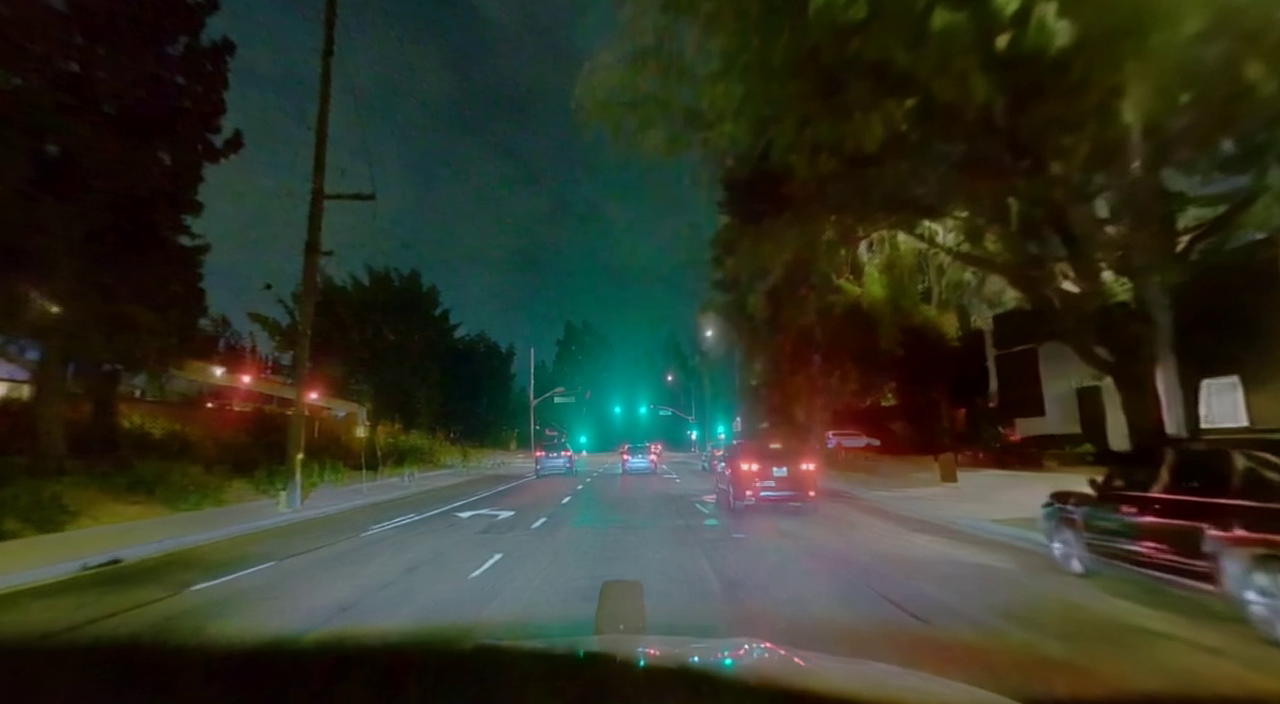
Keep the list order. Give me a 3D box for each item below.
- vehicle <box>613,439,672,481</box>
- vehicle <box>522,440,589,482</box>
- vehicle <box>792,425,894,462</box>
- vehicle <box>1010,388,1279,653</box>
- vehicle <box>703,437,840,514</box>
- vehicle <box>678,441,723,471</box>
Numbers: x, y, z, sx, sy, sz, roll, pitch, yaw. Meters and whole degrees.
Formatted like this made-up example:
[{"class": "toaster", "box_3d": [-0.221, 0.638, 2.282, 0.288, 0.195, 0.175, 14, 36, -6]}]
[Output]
[{"class": "vehicle", "box_3d": [0.082, 4.226, 24.959, 2.101, 1.467, 4.210, 0, -8, 0]}, {"class": "vehicle", "box_3d": [-3.280, 4.317, 25.288, 2.012, 1.505, 4.205, 0, -8, 1]}, {"class": "vehicle", "box_3d": [13.610, 6.161, 42.545, 5.929, 1.970, 2.381, -5, -8, -2]}, {"class": "vehicle", "box_3d": [5.645, 1.369, 5.262, 2.277, 1.850, 4.717, 4, -8, -1]}, {"class": "vehicle", "box_3d": [2.790, 2.735, 14.542, 2.158, 1.483, 4.415, 0, -8, 0]}, {"class": "vehicle", "box_3d": [3.140, 5.487, 33.520, 1.943, 1.484, 4.030, 0, -8, -1]}]
